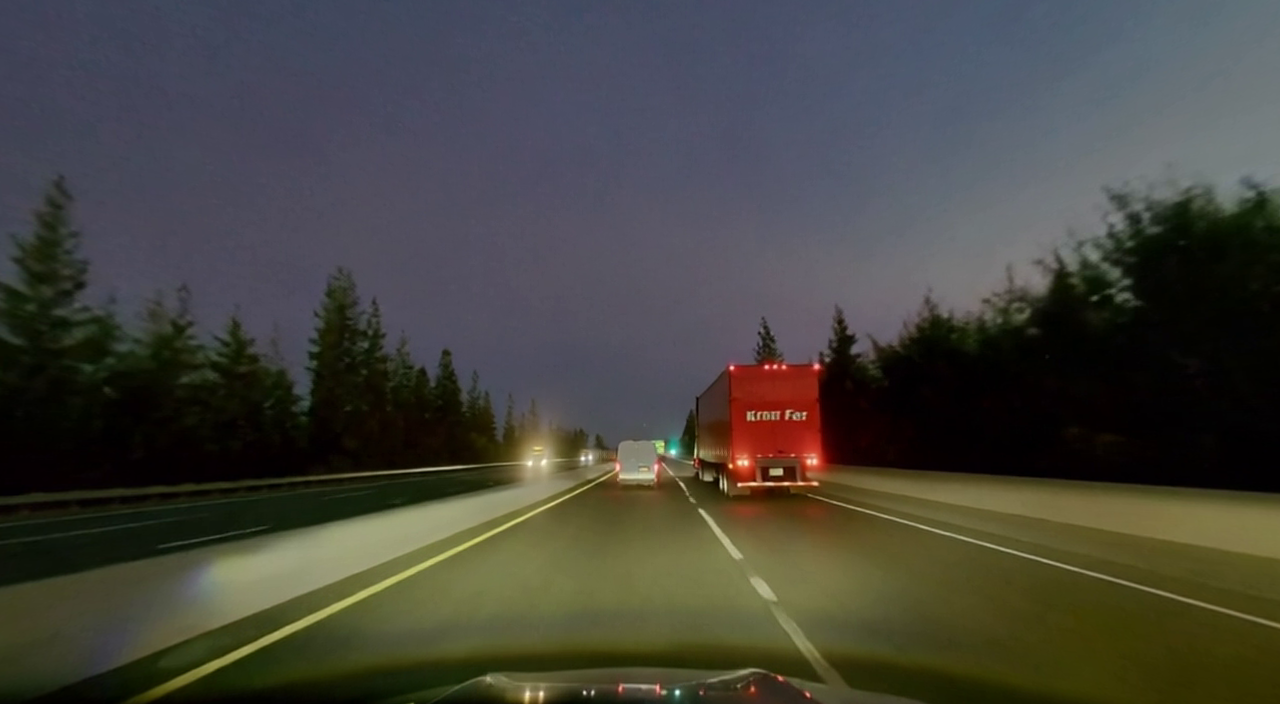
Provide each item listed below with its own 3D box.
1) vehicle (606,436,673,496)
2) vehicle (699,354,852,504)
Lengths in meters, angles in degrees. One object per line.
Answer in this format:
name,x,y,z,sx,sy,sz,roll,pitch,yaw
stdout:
vehicle,0.041,3.903,21.953,2.105,1.865,4.102,0,-9,2
vehicle,4.155,2.993,23.061,3.030,3.985,12.707,0,-9,1
